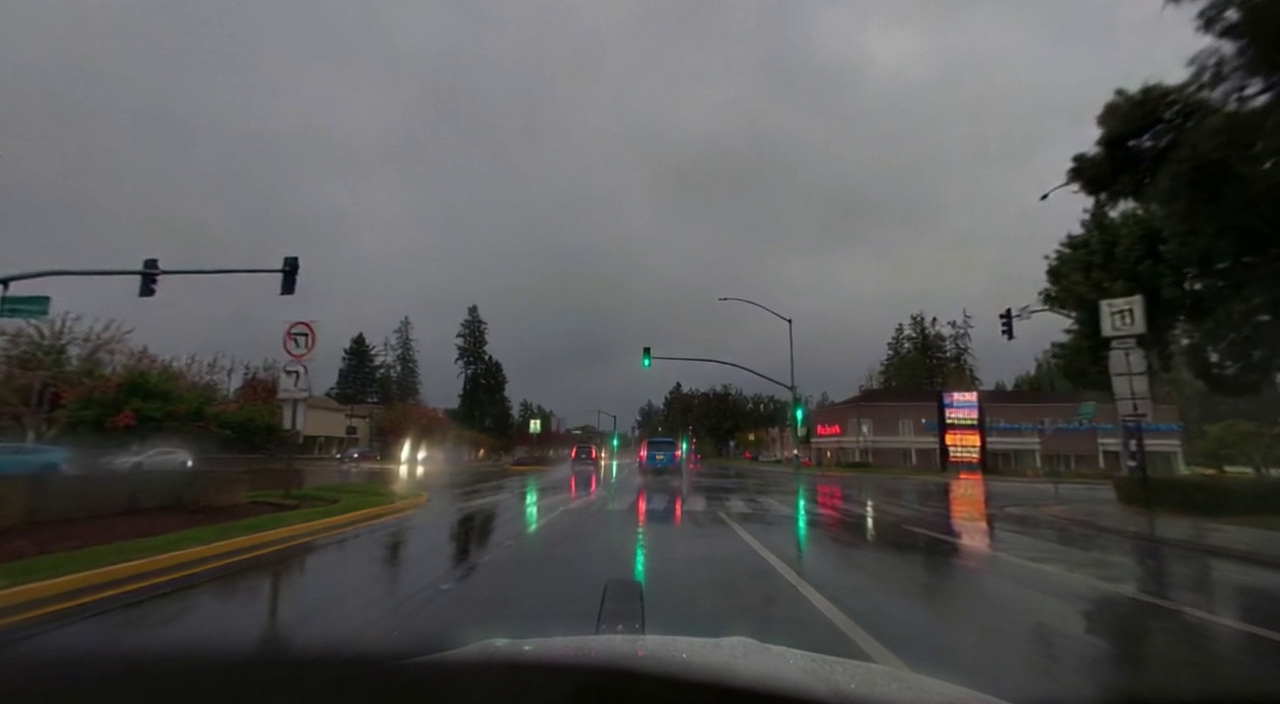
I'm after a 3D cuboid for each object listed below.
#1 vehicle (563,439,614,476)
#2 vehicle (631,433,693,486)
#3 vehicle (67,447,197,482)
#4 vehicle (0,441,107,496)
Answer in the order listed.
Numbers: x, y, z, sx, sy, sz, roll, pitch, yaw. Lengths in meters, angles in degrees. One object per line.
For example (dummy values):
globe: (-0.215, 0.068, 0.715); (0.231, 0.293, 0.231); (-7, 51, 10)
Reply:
vehicle: (-2.671, 5.660, 34.080); (2.202, 1.856, 4.516); (0, -8, 2)
vehicle: (0.836, 4.301, 25.660); (2.273, 1.909, 5.075); (0, -8, 1)
vehicle: (-24.309, 5.355, 30.543); (2.030, 1.522, 5.068); (0, -8, 0)
vehicle: (-18.948, 3.433, 18.816); (1.950, 1.512, 4.794); (0, -8, 0)
